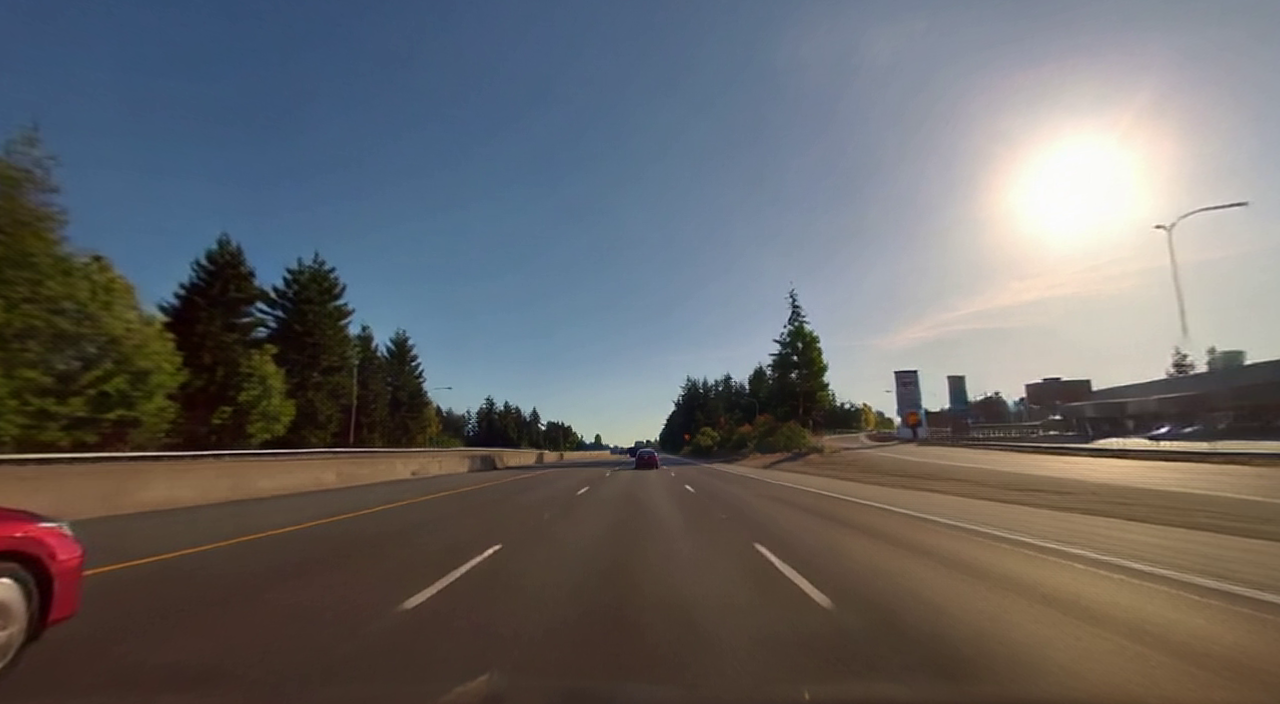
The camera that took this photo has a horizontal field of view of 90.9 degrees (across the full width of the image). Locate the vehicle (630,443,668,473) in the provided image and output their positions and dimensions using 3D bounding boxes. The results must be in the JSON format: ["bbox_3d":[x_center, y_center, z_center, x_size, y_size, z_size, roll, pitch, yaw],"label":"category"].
[{"bbox_3d":[0.514,6.299,37.582,2.087,1.682,4.388,0,-9,0],"label":"vehicle"}]

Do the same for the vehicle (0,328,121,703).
[{"bbox_3d":[-3.915,0.534,1.033,2.139,1.804,4.611,0,-9,0],"label":"vehicle"}]
